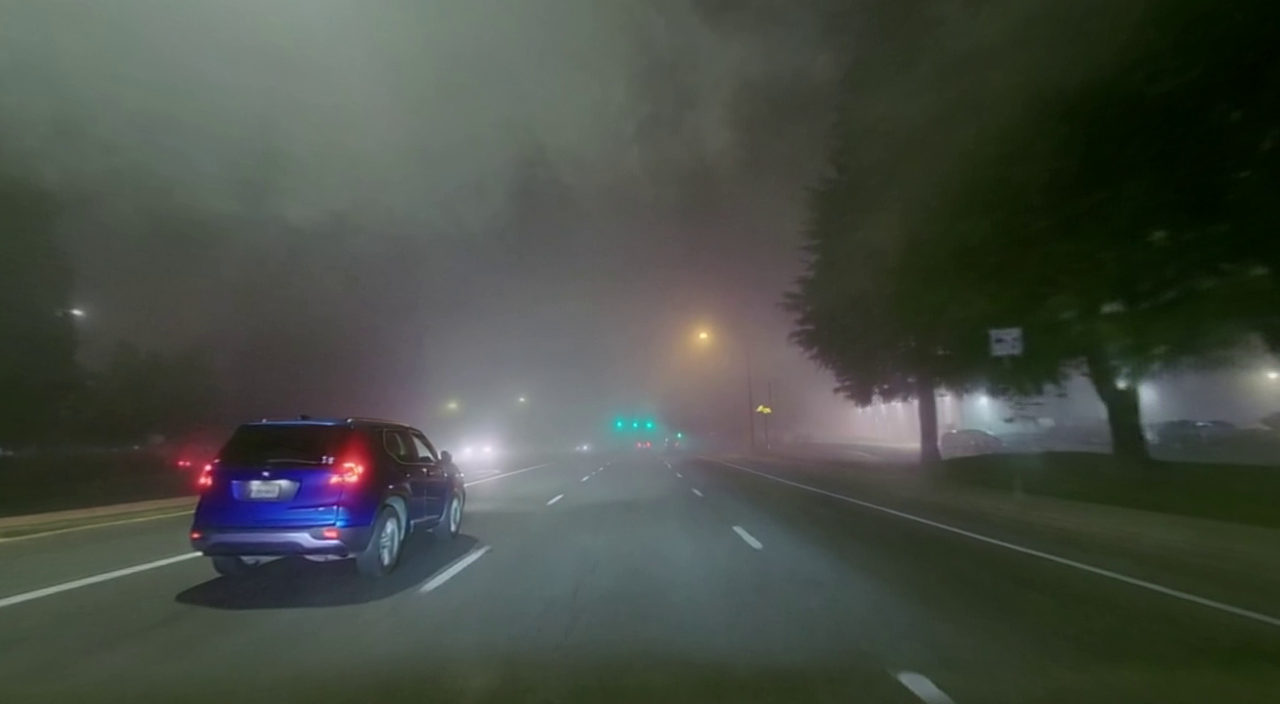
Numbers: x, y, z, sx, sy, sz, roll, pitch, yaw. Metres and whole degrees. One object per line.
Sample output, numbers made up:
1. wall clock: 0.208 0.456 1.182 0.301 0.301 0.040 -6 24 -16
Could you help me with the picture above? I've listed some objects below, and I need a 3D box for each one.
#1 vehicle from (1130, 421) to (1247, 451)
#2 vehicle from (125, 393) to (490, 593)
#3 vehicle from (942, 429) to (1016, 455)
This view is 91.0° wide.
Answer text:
1. vehicle: 39.042 6.067 45.040 2.117 2.004 5.795 2 -9 -22
2. vehicle: -3.414 1.546 7.753 2.033 1.713 4.503 0 -8 0
3. vehicle: 23.258 6.163 43.260 4.000 1.458 1.640 -5 -6 0
